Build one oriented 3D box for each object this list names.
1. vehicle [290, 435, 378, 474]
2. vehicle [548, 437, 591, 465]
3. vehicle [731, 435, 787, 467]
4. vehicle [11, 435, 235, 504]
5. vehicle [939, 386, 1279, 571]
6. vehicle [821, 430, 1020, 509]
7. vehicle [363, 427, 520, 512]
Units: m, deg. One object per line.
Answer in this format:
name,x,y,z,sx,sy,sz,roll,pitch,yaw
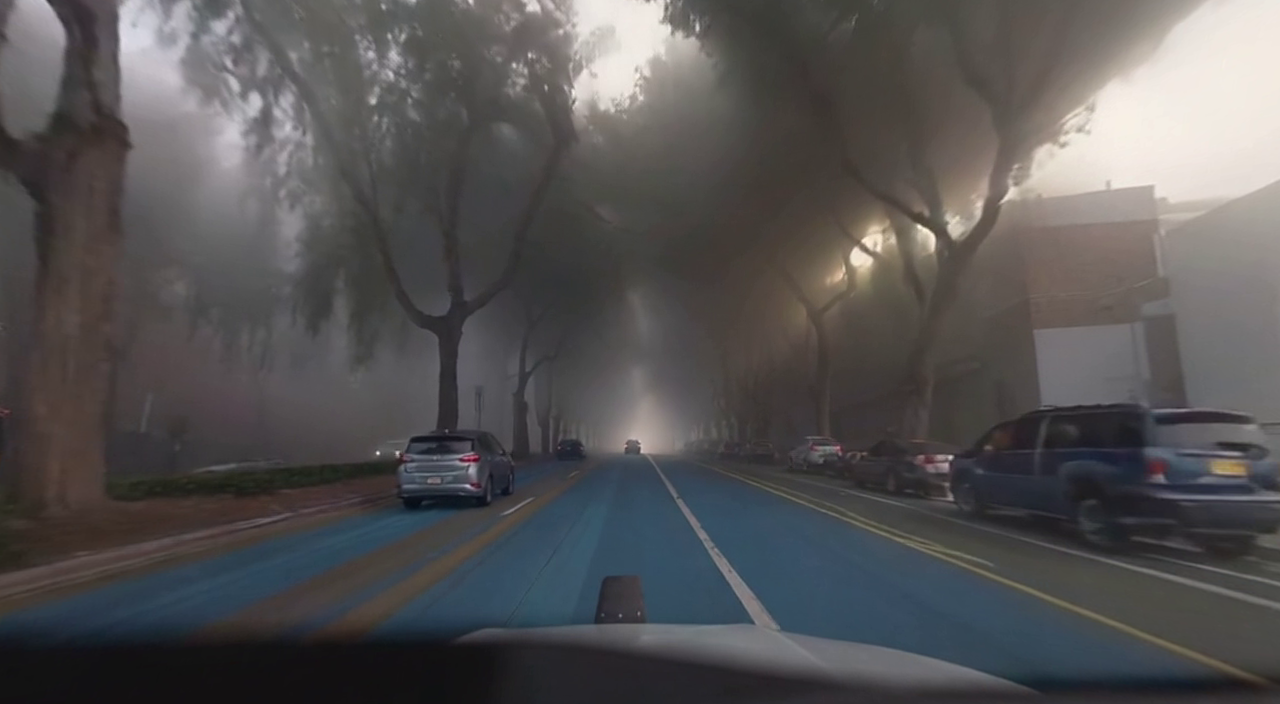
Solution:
vehicle,-15.481,5.170,32.266,2.056,1.817,4.771,0,-8,1
vehicle,-3.968,5.677,36.439,1.934,1.522,4.287,0,-8,1
vehicle,6.021,5.077,32.594,1.886,1.530,4.636,0,-8,-1
vehicle,-12.638,2.861,15.945,1.808,1.479,4.499,0,-8,0
vehicle,6.116,1.562,8.507,1.945,1.829,4.305,0,-8,-1
vehicle,5.980,2.560,14.369,2.156,1.454,5.044,0,-8,-1
vehicle,-4.032,2.455,13.753,1.995,1.524,4.438,0,-8,0
